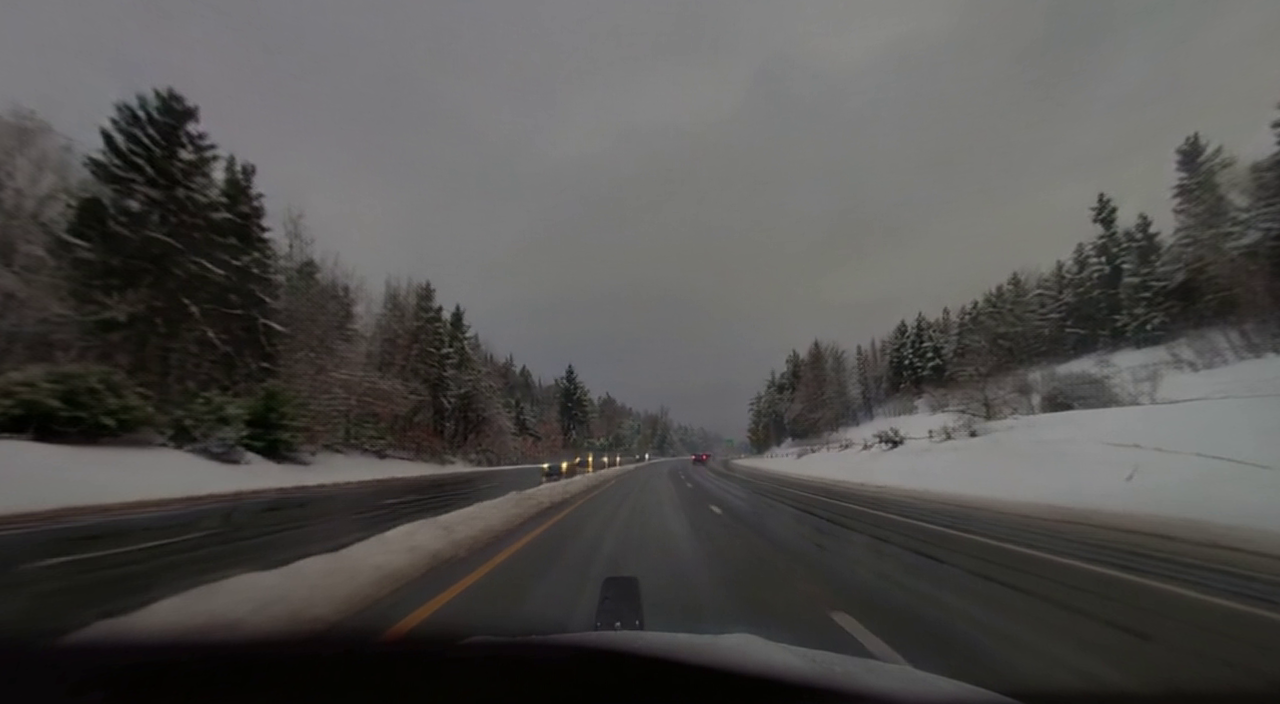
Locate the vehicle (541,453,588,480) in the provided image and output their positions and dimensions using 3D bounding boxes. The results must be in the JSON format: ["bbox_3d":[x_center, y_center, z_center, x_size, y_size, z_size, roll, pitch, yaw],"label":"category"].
[{"bbox_3d":[-4.604,7.065,39.273,2.058,1.501,4.749,-1,-9,3],"label":"vehicle"}]
